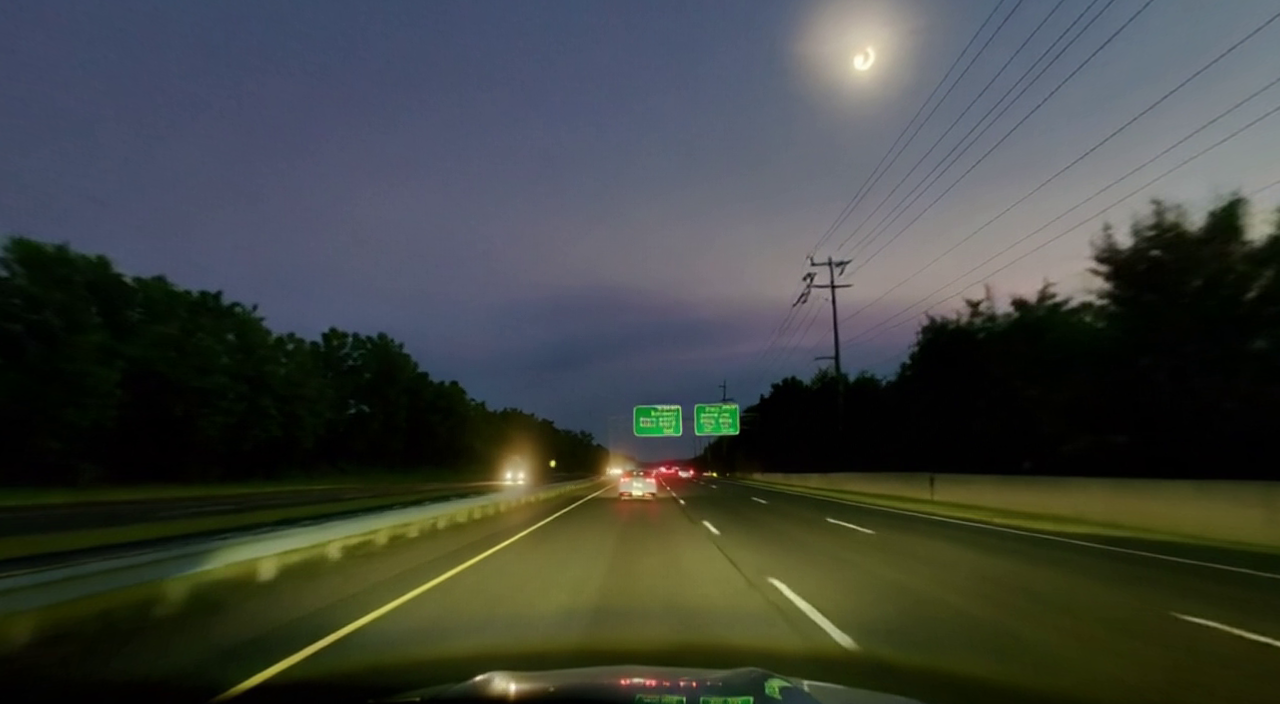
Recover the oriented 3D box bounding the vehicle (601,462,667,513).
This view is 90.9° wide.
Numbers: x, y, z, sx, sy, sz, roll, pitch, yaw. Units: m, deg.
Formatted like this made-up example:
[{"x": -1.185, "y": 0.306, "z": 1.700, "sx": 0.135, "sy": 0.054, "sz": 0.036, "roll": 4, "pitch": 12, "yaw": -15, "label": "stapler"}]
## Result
[{"x": -0.188, "y": 4.427, "z": 20.911, "sx": 1.987, "sy": 1.480, "sz": 3.786, "roll": 1, "pitch": -10, "yaw": 0, "label": "vehicle"}]
